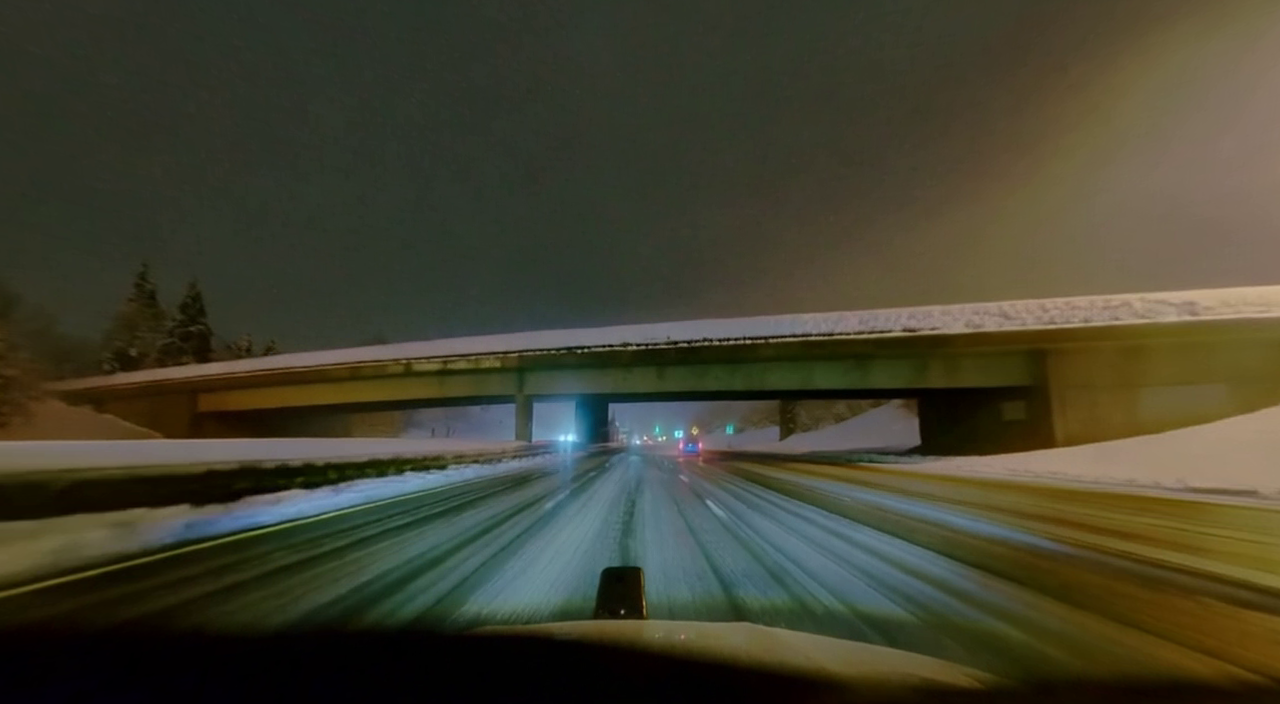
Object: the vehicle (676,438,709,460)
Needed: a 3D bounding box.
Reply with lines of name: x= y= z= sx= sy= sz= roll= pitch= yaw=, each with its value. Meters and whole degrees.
vehicle: x=3.807 y=7.053 z=46.167 sx=1.949 sy=1.515 sz=4.374 roll=0 pitch=-8 yaw=-1
